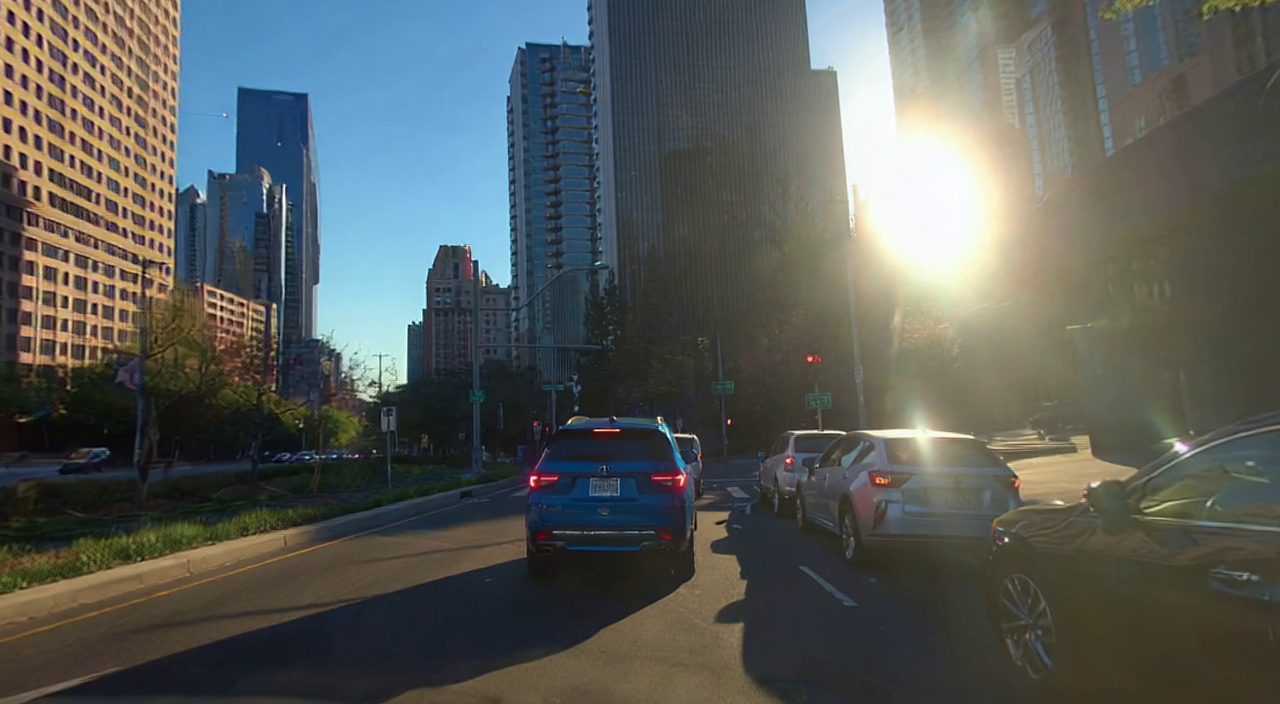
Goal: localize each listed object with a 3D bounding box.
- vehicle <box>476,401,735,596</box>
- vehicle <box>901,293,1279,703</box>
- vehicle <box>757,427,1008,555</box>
[{"bbox_3d":[-0.344,1.584,7.639,2.249,1.684,4.084,0,-9,-1],"label":"vehicle"},{"bbox_3d":[3.001,0.748,2.240,2.063,1.760,4.664,0,-9,-1],"label":"vehicle"},{"bbox_3d":[3.288,1.984,9.797,1.941,1.482,4.632,0,-9,-2],"label":"vehicle"}]
